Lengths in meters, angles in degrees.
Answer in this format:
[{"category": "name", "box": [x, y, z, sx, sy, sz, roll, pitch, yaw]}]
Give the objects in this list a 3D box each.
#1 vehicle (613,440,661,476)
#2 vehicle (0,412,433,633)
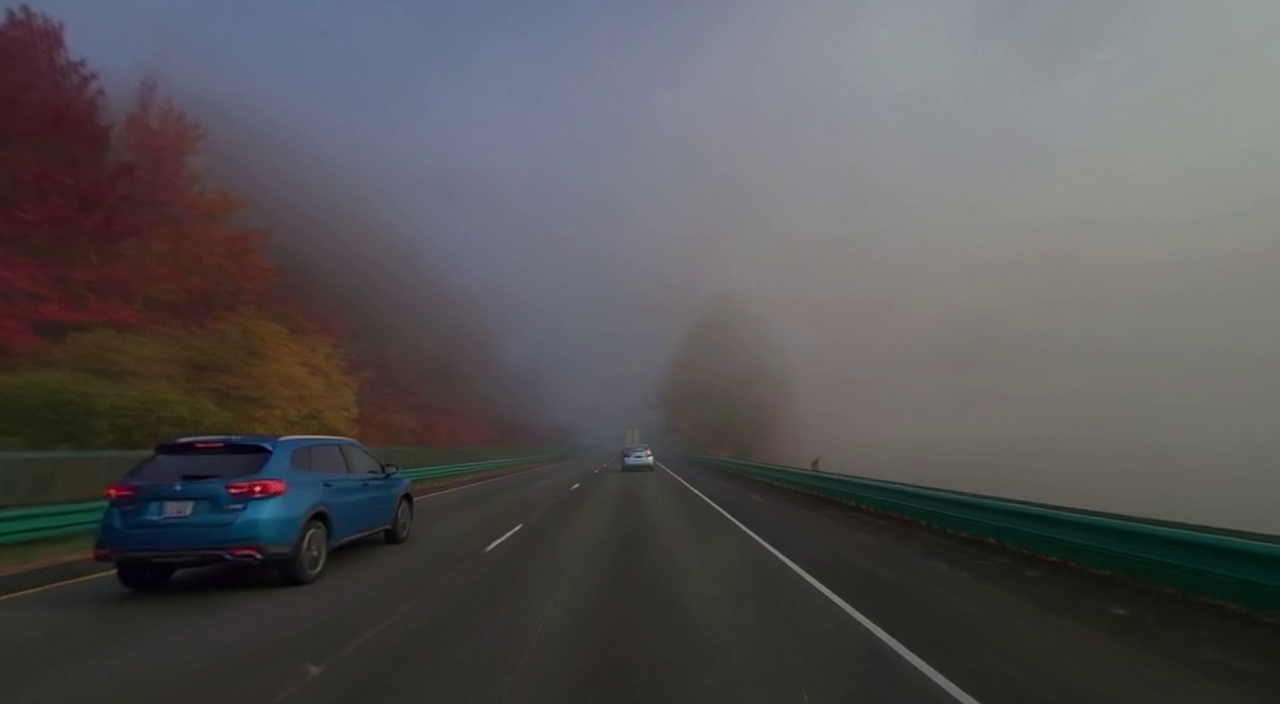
[{"category": "vehicle", "box": [-0.165, 4.793, 28.703, 2.057, 1.516, 4.065, 0, -8, -1]}, {"category": "vehicle", "box": [-3.879, 1.503, 6.566, 2.054, 1.536, 4.128, 0, -8, 0]}]
